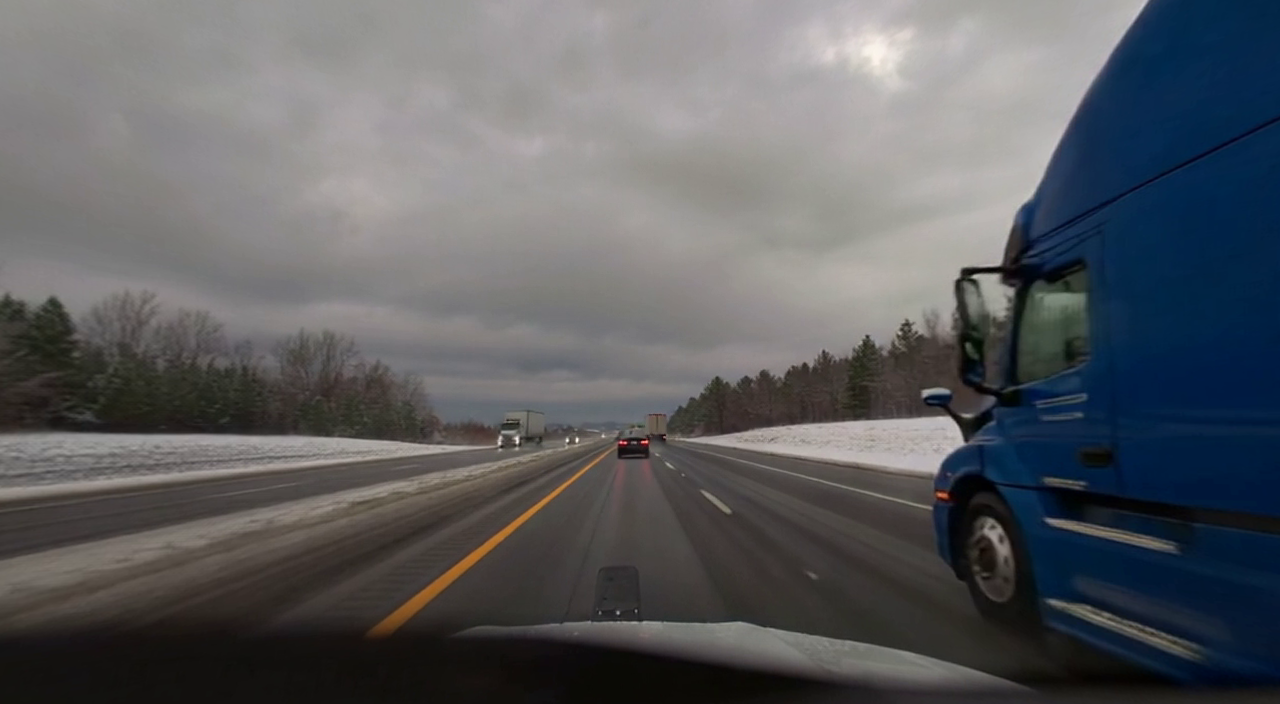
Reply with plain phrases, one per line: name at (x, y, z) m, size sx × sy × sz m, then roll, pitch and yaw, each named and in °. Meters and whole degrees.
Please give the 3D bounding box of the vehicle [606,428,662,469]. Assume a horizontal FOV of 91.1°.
vehicle at (-0.275, 4.097, 26.981) m, size 2.216 × 1.623 × 4.220 m, roll 0°, pitch -8°, yaw -1°
